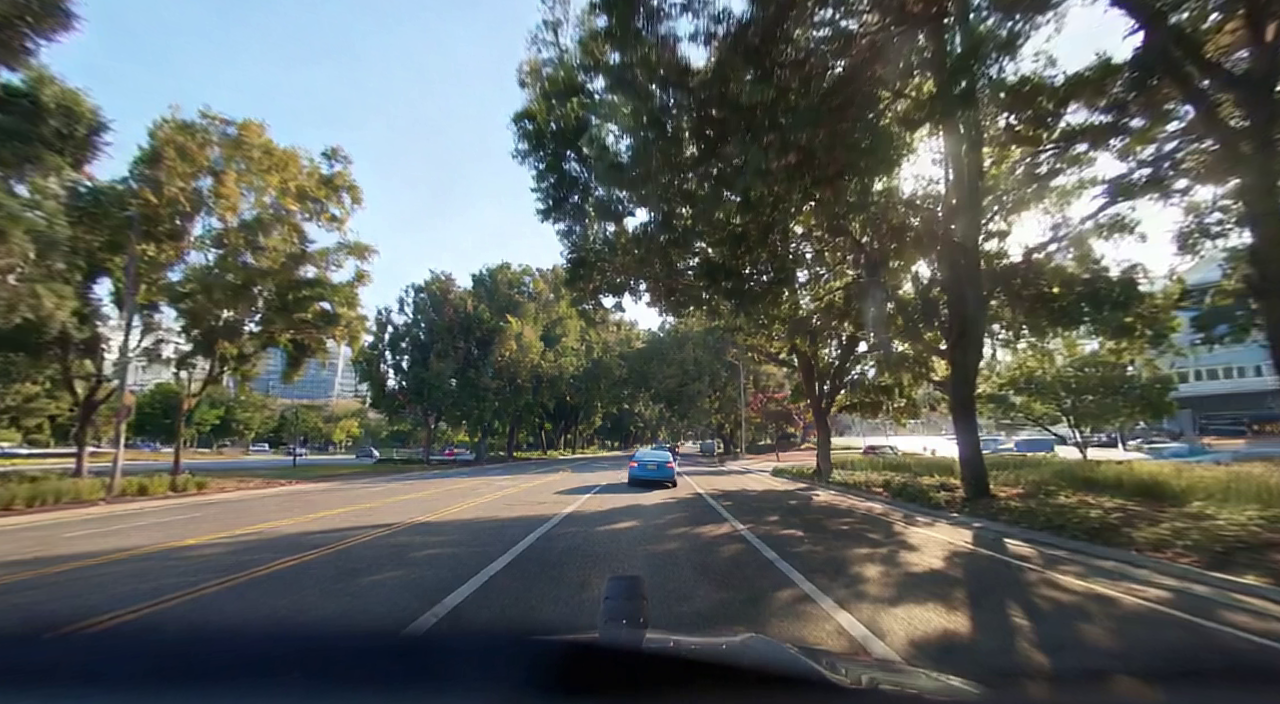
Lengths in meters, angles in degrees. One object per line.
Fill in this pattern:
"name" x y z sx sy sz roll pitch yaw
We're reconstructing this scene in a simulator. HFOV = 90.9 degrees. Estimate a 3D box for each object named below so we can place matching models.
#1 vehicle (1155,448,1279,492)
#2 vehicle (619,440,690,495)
"vehicle" 23.528 4.677 25.155 4.013 1.505 1.989 -3 -8 4
"vehicle" 0.417 3.575 19.836 2.010 1.535 3.735 0 -9 0
